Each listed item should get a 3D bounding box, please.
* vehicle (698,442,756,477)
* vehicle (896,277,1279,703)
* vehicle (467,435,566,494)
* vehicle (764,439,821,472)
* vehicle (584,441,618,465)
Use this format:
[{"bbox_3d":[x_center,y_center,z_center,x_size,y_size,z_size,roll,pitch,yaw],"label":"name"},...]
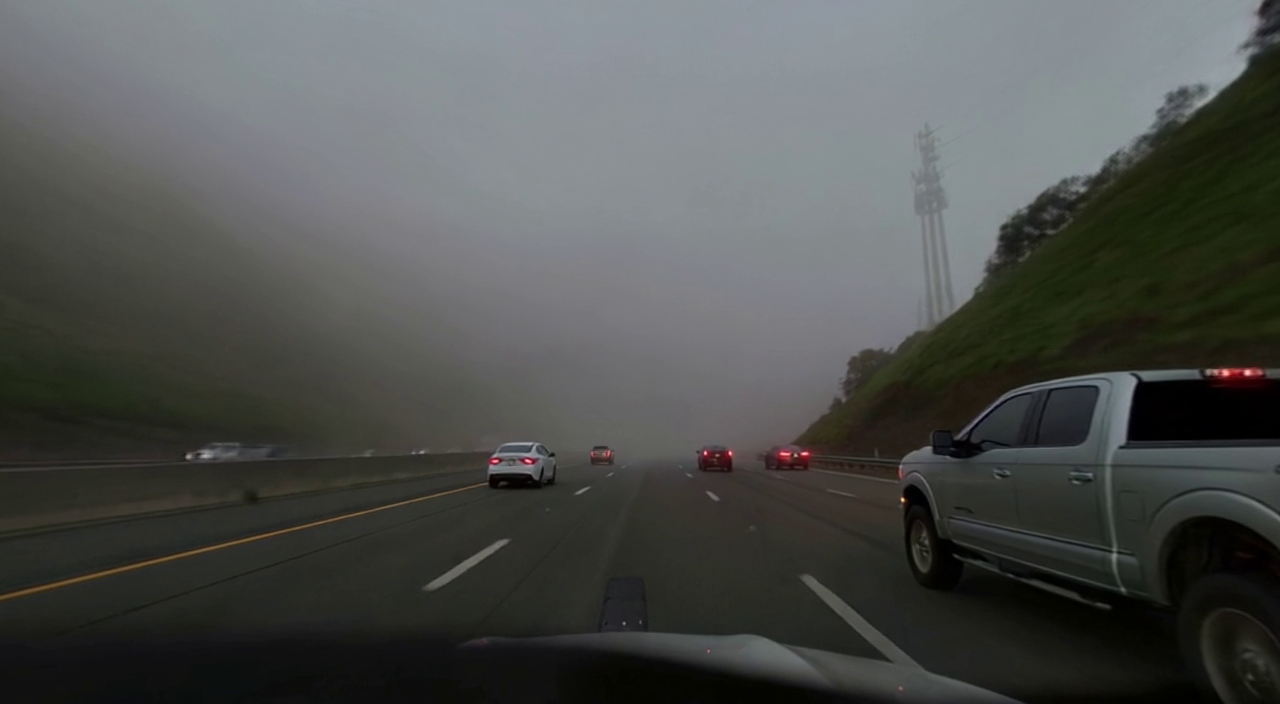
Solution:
[{"bbox_3d":[3.908,4.924,29.201,2.046,1.471,4.333,0,-8,0],"label":"vehicle"},{"bbox_3d":[3.475,0.823,3.302,2.098,1.925,5.171,0,-8,0],"label":"vehicle"},{"bbox_3d":[-3.766,3.534,20.153,2.113,1.636,4.494,-1,-8,2],"label":"vehicle"},{"bbox_3d":[8.100,5.523,33.963,1.986,1.633,4.430,0,-8,0],"label":"vehicle"},{"bbox_3d":[-2.867,7.579,47.316,2.021,1.679,4.310,-1,-8,3],"label":"vehicle"}]
